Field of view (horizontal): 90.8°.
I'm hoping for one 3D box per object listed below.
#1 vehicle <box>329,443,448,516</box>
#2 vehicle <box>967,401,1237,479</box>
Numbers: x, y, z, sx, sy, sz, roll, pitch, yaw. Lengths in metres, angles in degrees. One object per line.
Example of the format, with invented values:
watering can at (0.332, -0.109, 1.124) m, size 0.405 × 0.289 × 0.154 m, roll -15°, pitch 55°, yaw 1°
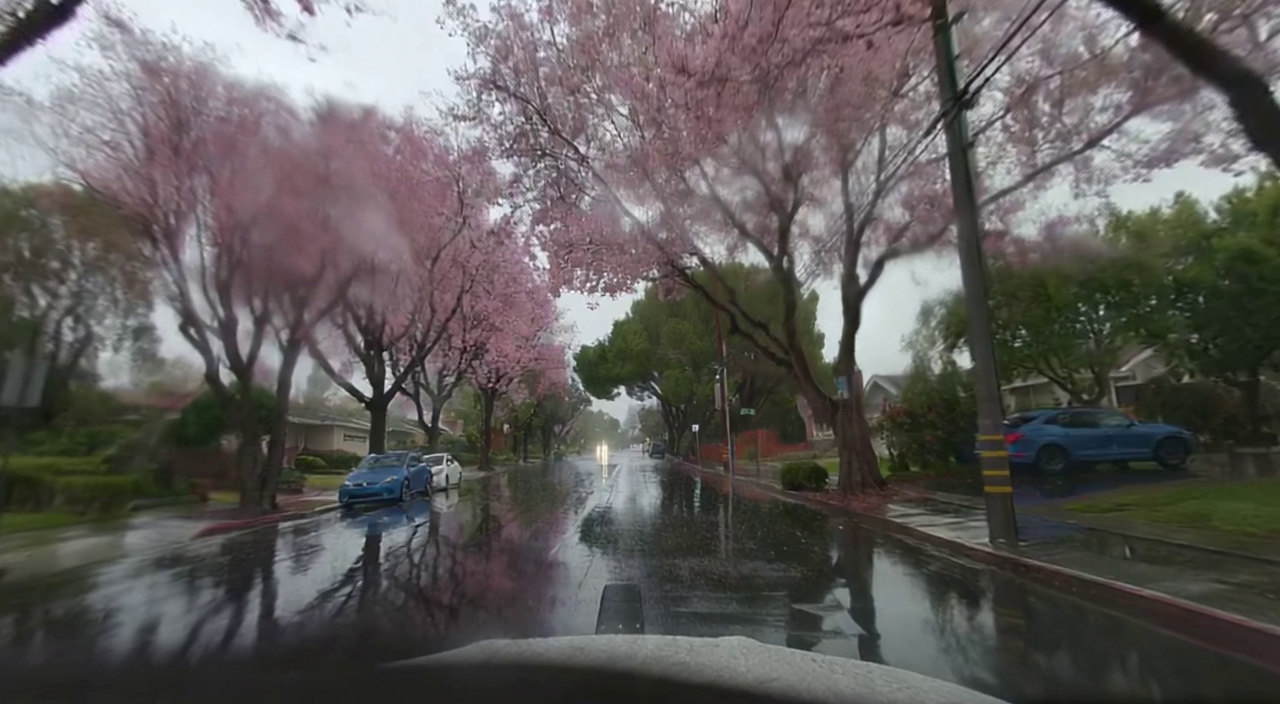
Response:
vehicle at (-6.430, 3.226, 16.672) m, size 1.874 × 1.497 × 4.233 m, roll -2°, pitch -7°, yaw -7°
vehicle at (11.497, 2.235, 16.040) m, size 5.198 × 1.813 × 2.028 m, roll 0°, pitch -8°, yaw -1°
